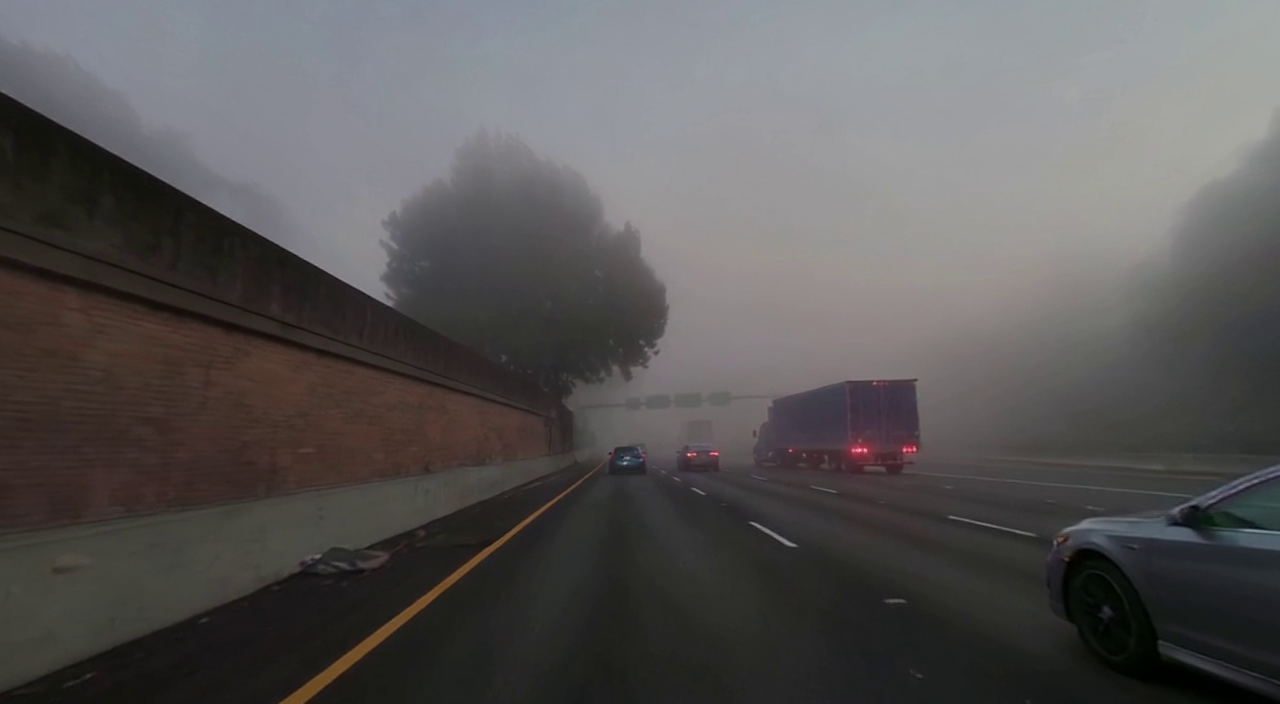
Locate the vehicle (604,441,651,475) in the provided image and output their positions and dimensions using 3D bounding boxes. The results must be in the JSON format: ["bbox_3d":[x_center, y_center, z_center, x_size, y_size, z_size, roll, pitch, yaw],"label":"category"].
[{"bbox_3d":[-0.619,4.951,29.746,2.083,1.477,3.965,0,-8,-2],"label":"vehicle"}]

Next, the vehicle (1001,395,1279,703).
[{"bbox_3d":[3.509,0.873,2.267,1.922,1.465,4.165,0,-8,-1],"label":"vehicle"}]

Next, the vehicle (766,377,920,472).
[{"bbox_3d":[10.420,4.295,35.358,2.914,4.134,15.553,0,-8,-2],"label":"vehicle"}]

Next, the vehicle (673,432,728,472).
[{"bbox_3d":[2.959,5.061,32.065,2.114,1.849,4.692,0,-8,-3],"label":"vehicle"}]
